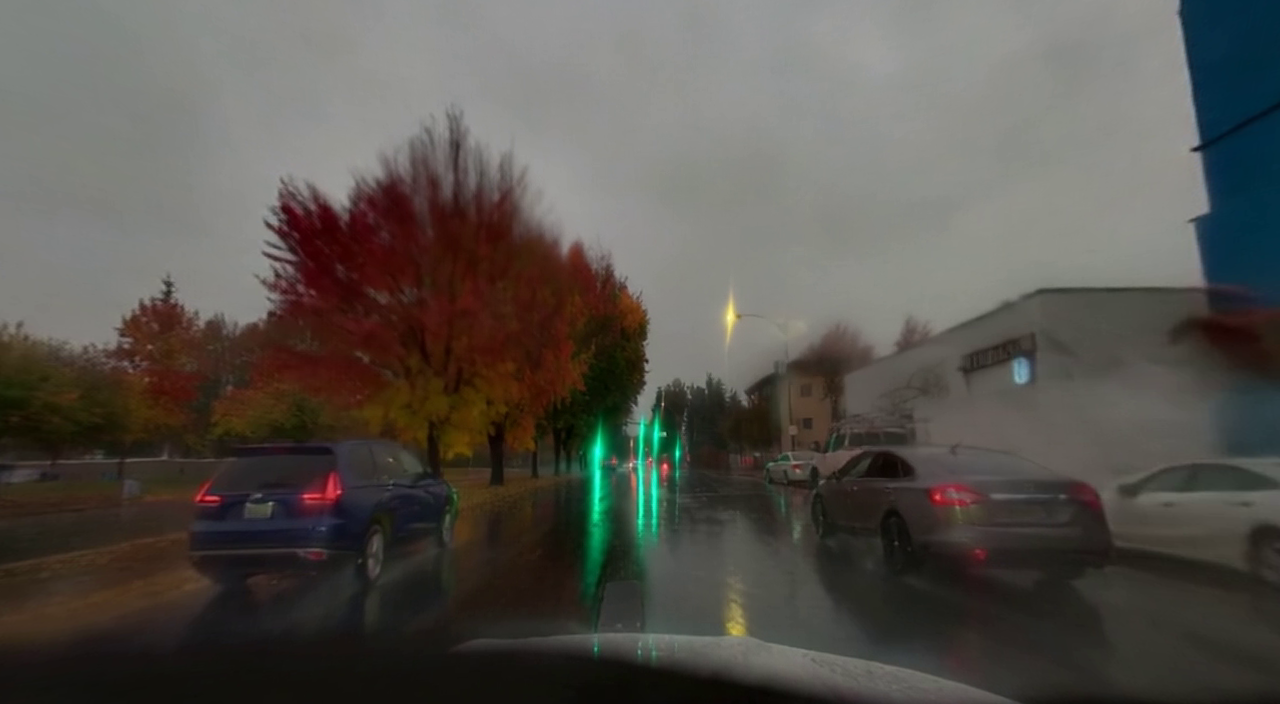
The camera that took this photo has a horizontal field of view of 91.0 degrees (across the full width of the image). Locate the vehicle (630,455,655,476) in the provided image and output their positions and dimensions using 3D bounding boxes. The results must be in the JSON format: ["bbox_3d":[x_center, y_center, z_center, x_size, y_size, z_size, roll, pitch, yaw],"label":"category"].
[{"bbox_3d":[0.184,8.975,49.938,1.846,1.528,4.348,0,-9,0],"label":"vehicle"}]

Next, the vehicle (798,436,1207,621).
[{"bbox_3d":[3.538,1.800,7.589,1.915,1.449,4.970,0,-9,-1],"label":"vehicle"}]

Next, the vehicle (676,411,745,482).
[{"bbox_3d":[4.031,5.819,38.681,3.003,3.680,10.684,0,-9,0],"label":"vehicle"}]

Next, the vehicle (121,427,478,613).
[{"bbox_3d":[-3.458,1.764,7.607,1.751,1.540,4.481,0,-9,1],"label":"vehicle"}]
